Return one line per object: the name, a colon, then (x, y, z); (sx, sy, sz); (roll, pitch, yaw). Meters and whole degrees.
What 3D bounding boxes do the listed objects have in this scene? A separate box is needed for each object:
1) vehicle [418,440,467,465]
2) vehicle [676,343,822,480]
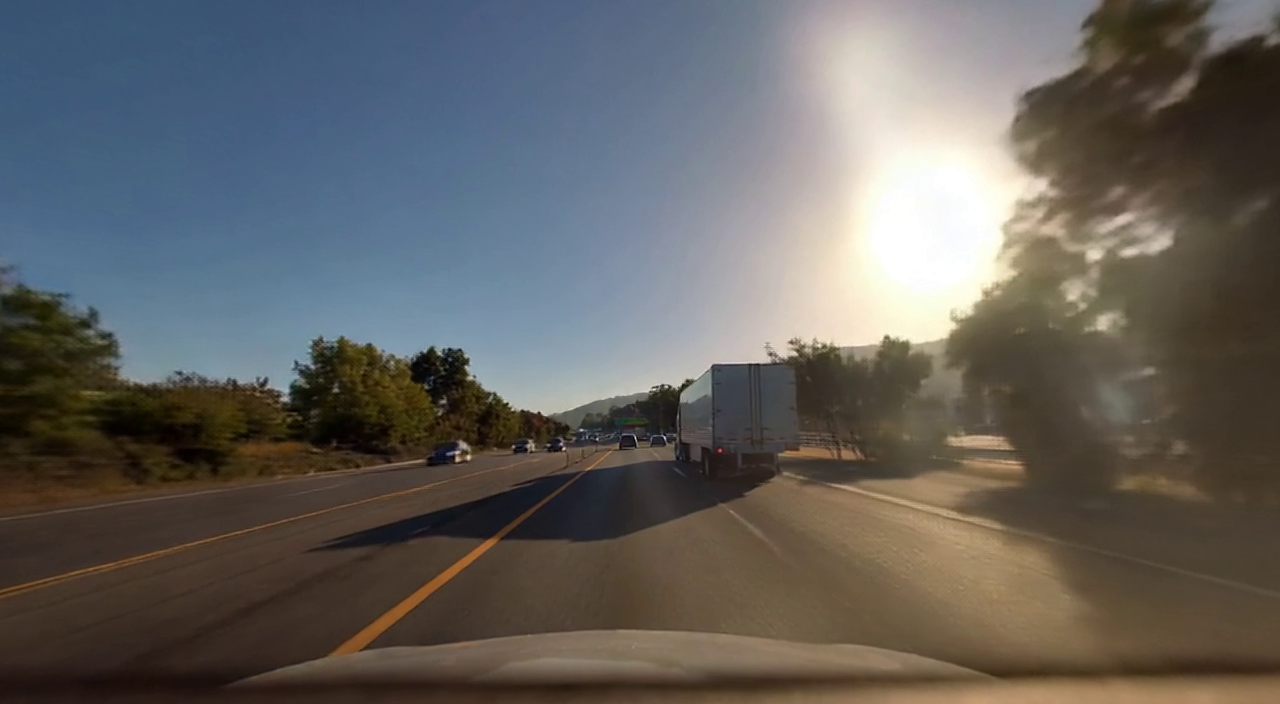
vehicle: (-13.176, 6.712, 42.336); (1.929, 1.605, 4.299); (0, -8, 0)
vehicle: (3.557, 2.649, 25.267); (3.038, 3.975, 13.887); (0, -8, -1)
